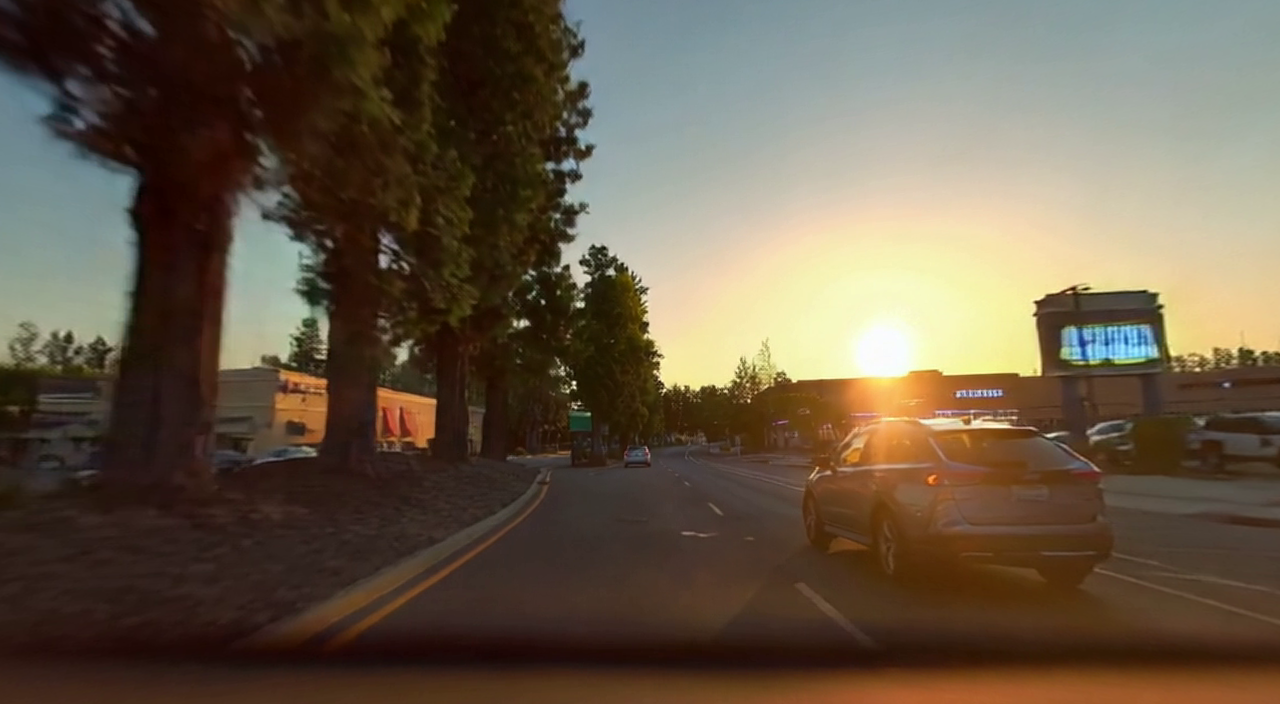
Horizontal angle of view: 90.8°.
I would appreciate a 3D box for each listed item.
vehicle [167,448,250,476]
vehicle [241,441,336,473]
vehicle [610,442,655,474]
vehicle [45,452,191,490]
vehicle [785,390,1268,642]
[{"bbox_3d":[-28.778,7.304,42.377,1.942,1.695,5.231,1,-9,-2],"label":"vehicle"},{"bbox_3d":[-25.963,7.765,46.826,5.776,1.932,2.226,-4,-9,1],"label":"vehicle"},{"bbox_3d":[-0.378,5.312,31.866,2.126,1.475,3.967,0,-8,-1],"label":"vehicle"},{"bbox_3d":[-22.544,5.135,27.429,4.625,1.516,2.007,-1,-8,3],"label":"vehicle"},{"bbox_3d":[3.152,1.432,6.566,2.110,1.698,4.397,0,-8,-2],"label":"vehicle"}]
